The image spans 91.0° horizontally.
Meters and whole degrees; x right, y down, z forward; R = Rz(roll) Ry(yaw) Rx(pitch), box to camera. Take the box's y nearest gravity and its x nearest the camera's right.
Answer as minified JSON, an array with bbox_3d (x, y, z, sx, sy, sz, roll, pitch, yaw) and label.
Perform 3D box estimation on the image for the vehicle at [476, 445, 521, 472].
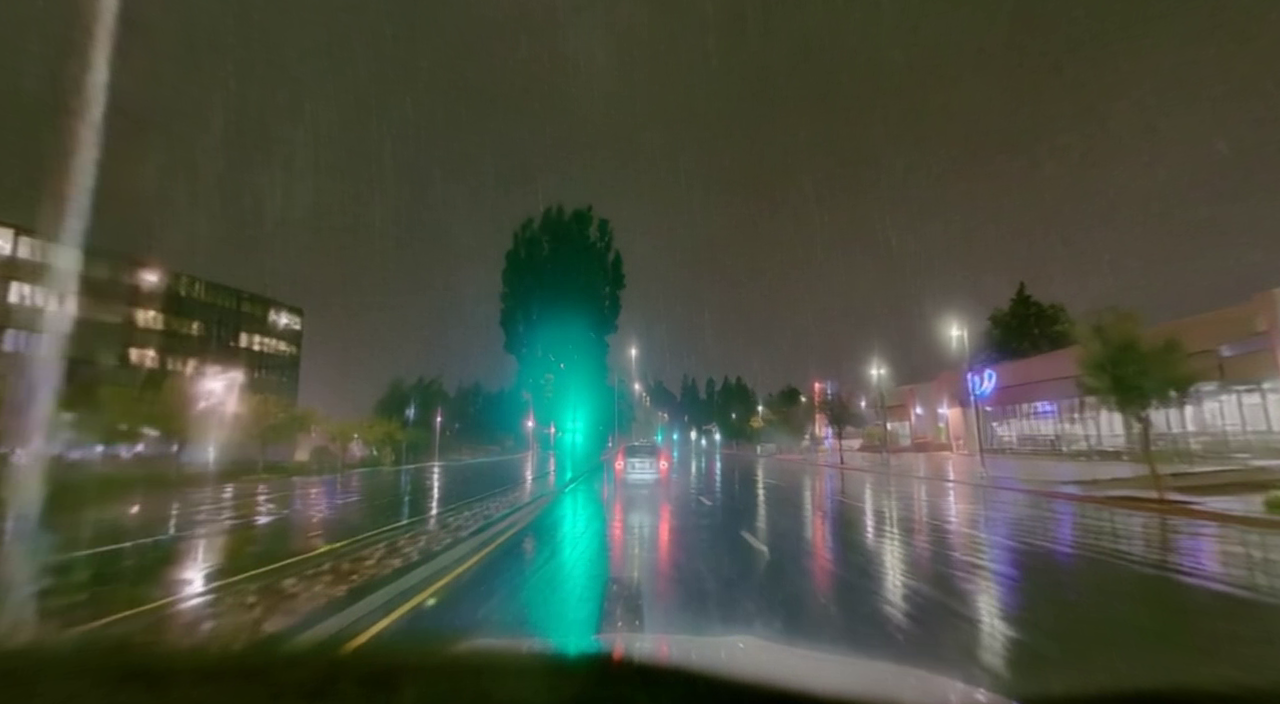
[{"bbox_3d":[-9.274,6.991,41.564,1.903,1.476,4.395,-5,-8,-1],"label":"vehicle"}]

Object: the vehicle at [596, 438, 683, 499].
[{"bbox_3d":[-0.064,3.146,17.445,2.126,1.475,3.967,0,-8,-1],"label":"vehicle"}]
